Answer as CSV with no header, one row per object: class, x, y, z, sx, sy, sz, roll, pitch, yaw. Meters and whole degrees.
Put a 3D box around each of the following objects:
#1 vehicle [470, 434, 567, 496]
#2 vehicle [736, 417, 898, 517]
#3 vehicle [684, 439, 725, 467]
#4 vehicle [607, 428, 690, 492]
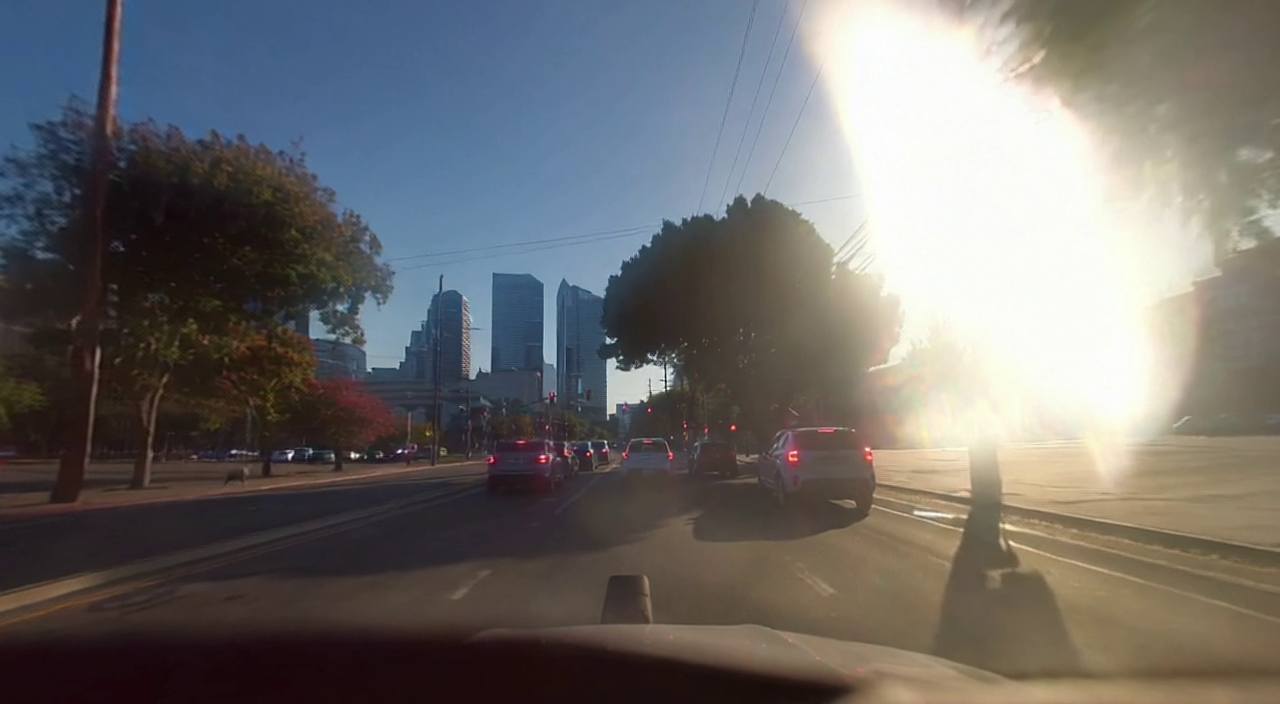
vehicle,-3.200,3.072,17.588,2.104,1.488,4.546,0,-8,-4
vehicle,3.422,2.335,13.282,2.024,1.711,4.512,0,-8,-1
vehicle,3.664,5.813,36.489,1.880,1.503,4.130,0,-8,-1
vehicle,0.199,3.160,18.794,2.200,1.653,4.127,0,-8,-1
